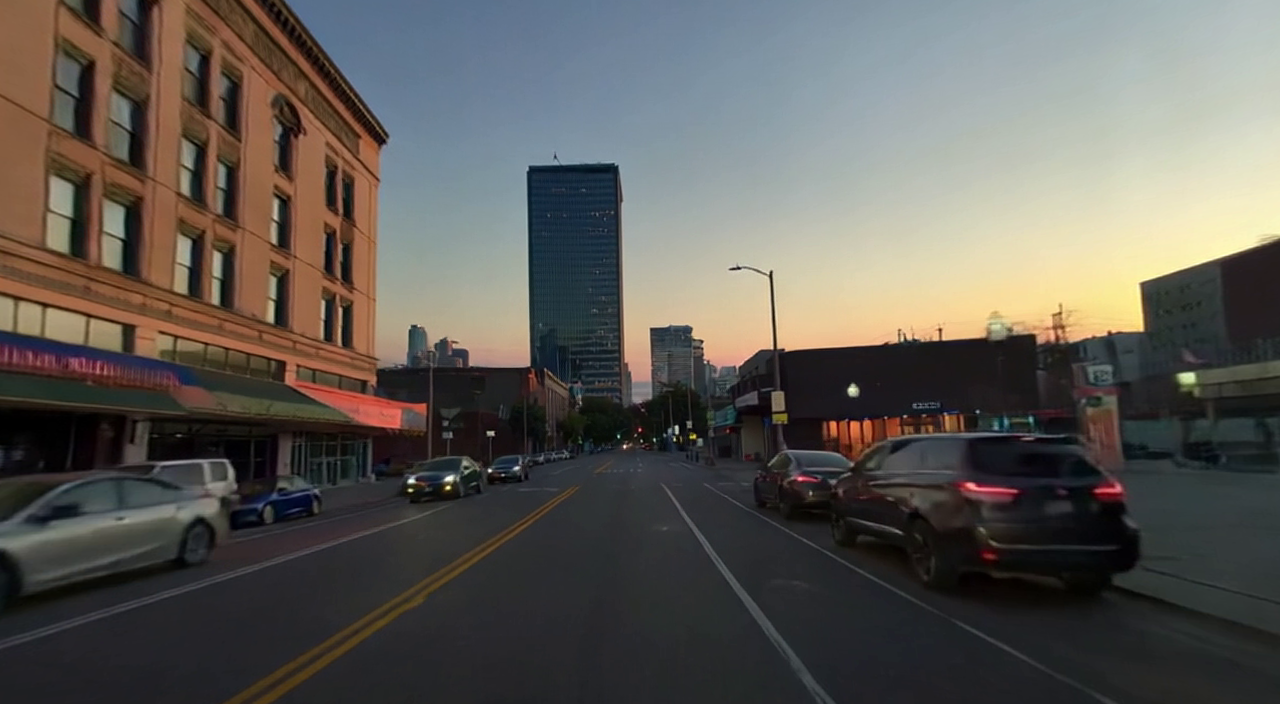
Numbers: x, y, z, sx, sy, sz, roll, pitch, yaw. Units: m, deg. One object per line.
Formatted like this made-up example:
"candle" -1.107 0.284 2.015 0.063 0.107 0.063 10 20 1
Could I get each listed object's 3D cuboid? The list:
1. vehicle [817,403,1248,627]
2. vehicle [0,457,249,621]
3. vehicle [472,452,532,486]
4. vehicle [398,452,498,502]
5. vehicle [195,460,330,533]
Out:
"vehicle" 3.810 1.653 7.513 1.881 1.751 4.859 0 -8 -2
"vehicle" -7.141 2.052 7.494 2.009 1.488 4.650 0 -8 0
"vehicle" -6.674 5.703 31.146 1.962 1.475 4.580 0 -8 0
"vehicle" -6.516 4.270 22.121 1.993 1.484 4.812 0 -8 0
"vehicle" -11.165 4.239 18.996 1.812 1.538 3.761 -3 -5 0
